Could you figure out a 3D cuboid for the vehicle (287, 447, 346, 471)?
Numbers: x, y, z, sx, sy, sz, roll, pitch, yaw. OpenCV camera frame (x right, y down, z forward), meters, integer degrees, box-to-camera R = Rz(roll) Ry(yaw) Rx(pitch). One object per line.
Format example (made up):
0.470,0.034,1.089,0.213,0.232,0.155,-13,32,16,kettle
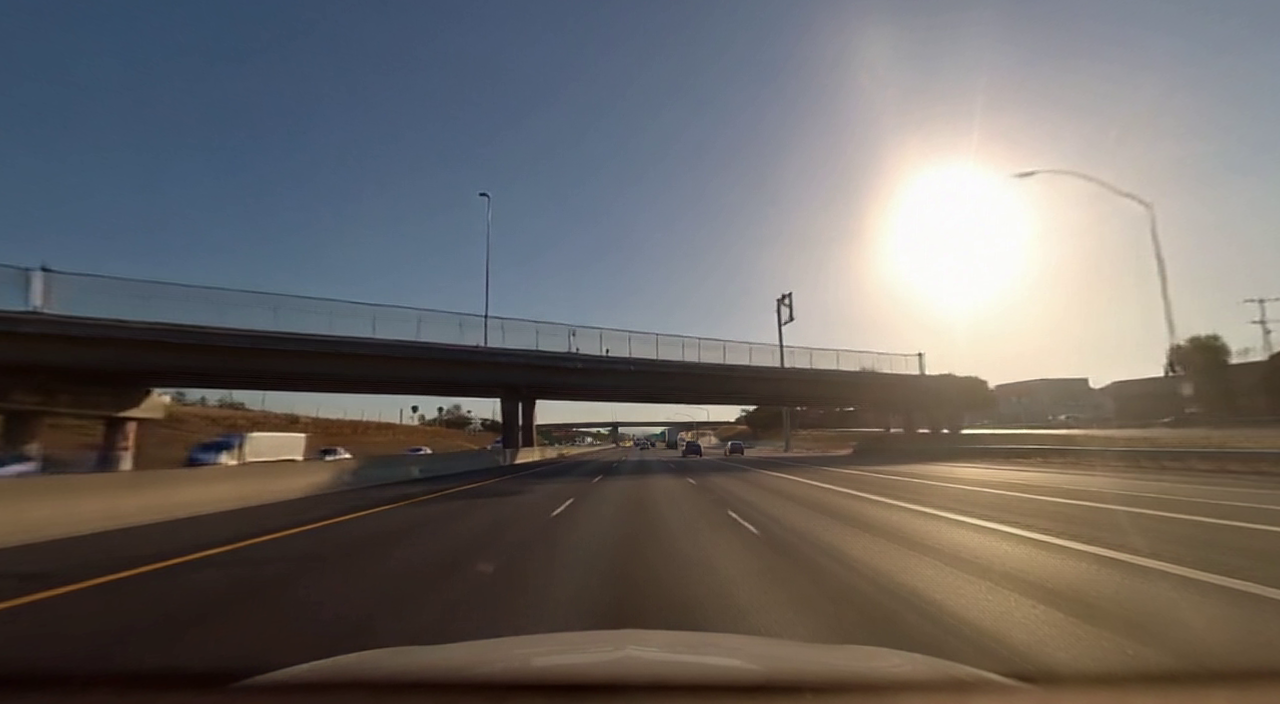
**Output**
-24.825,8.189,48.597,2.027,1.748,4.760,0,-8,0,vehicle

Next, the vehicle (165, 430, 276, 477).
-31.953,7.761,48.619,2.835,3.223,8.210,0,-8,0,vehicle

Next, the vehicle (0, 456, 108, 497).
-24.751,5.068,25.989,1.756,1.434,4.451,0,-8,0,vehicle
